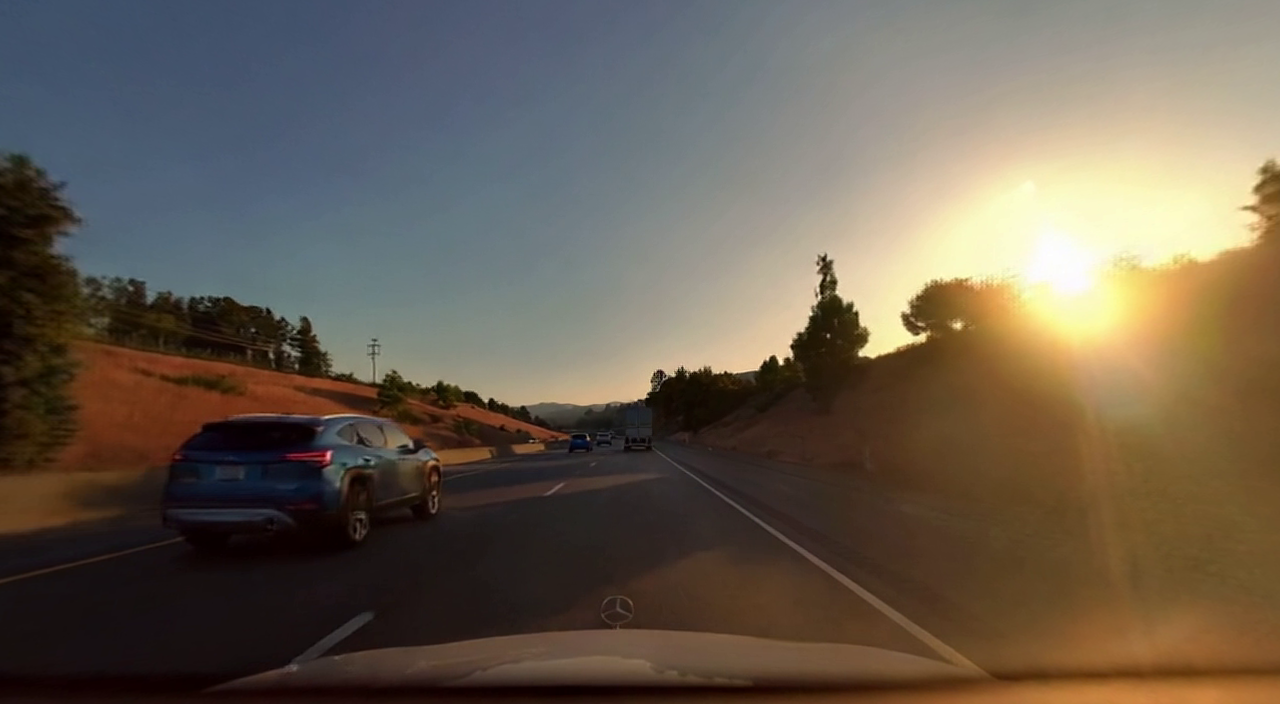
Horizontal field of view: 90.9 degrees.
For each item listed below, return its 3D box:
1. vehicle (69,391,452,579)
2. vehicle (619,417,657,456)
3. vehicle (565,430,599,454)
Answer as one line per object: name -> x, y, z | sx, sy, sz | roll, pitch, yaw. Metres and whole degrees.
vehicle -> -4.012, 1.471, 7.796 | 2.045, 1.655, 4.301 | 0, -8, 0
vehicle -> -0.175, 5.932, 44.096 | 2.526, 2.531, 5.026 | 0, -8, -1
vehicle -> -4.255, 6.700, 46.942 | 2.049, 1.726, 4.291 | 0, -8, 0
